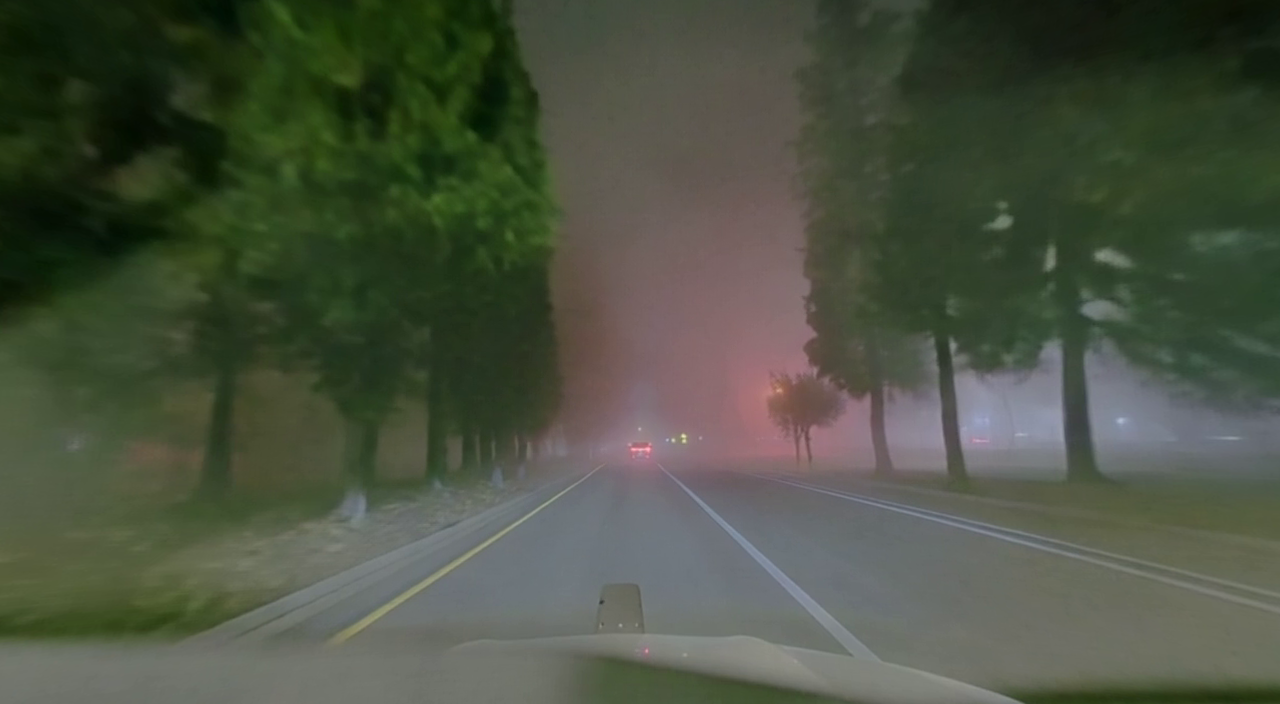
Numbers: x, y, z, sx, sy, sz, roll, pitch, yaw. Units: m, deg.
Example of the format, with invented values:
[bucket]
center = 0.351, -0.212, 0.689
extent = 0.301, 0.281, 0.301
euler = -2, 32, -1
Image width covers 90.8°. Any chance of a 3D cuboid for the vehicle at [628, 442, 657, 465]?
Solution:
[vehicle]
center = 0.172, 7.619, 47.636
extent = 2.048, 1.584, 4.393
euler = 0, -8, 0
